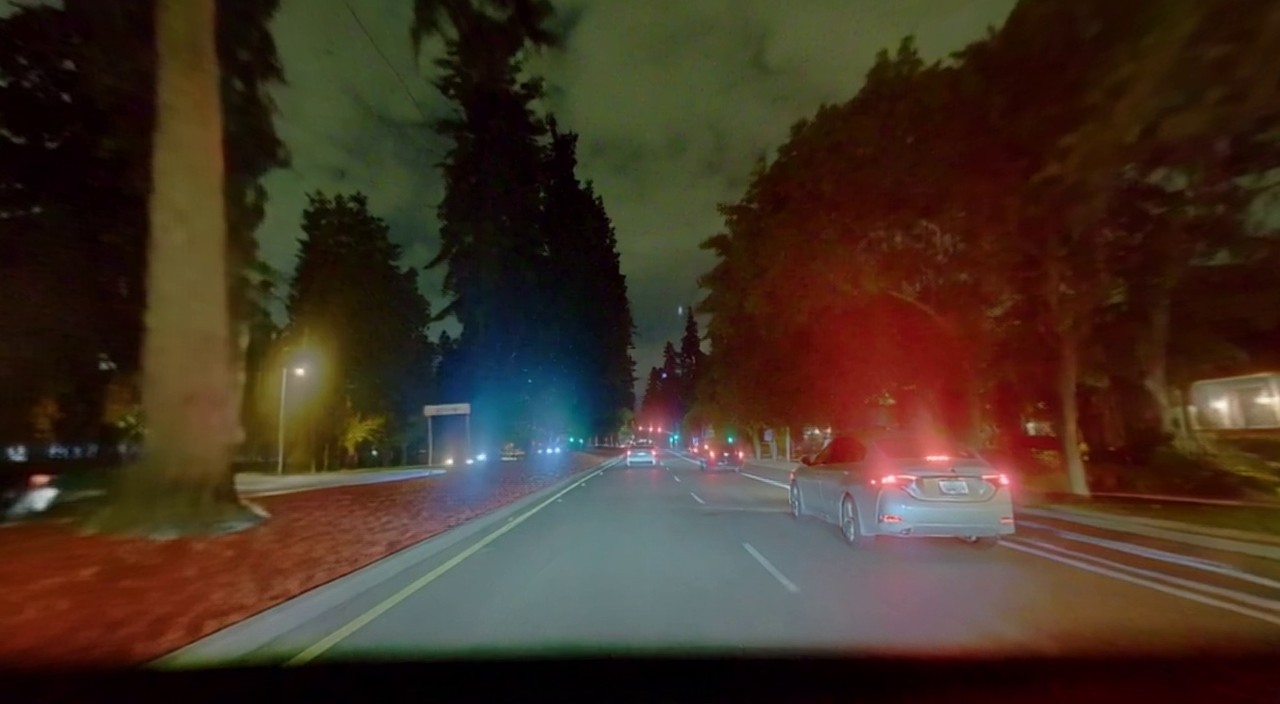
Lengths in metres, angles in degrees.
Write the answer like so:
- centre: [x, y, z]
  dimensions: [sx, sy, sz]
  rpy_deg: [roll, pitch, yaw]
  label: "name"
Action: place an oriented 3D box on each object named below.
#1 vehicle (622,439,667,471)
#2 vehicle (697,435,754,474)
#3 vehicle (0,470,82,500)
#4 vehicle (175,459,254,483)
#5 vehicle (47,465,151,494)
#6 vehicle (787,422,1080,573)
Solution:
- centre: [0.234, 5.136, 31.677]
  dimensions: [2.082, 1.473, 4.028]
  rpy_deg: [0, -8, 1]
  label: "vehicle"
- centre: [3.926, 4.787, 29.697]
  dimensions: [2.074, 1.652, 4.340]
  rpy_deg: [0, -9, 0]
  label: "vehicle"
- centre: [-31.283, 6.771, 32.220]
  dimensions: [3.757, 1.391, 2.001]
  rpy_deg: [-1, -9, 2]
  label: "vehicle"
- centre: [-30.706, 8.597, 45.675]
  dimensions: [4.279, 1.438, 2.037]
  rpy_deg: [-3, -9, 3]
  label: "vehicle"
- centre: [-31.962, 7.520, 37.405]
  dimensions: [4.432, 1.535, 1.866]
  rpy_deg: [0, -8, 2]
  label: "vehicle"
- centre: [3.488, 1.796, 8.589]
  dimensions: [1.985, 1.529, 4.147]
  rpy_deg: [0, -8, 0]
  label: "vehicle"
